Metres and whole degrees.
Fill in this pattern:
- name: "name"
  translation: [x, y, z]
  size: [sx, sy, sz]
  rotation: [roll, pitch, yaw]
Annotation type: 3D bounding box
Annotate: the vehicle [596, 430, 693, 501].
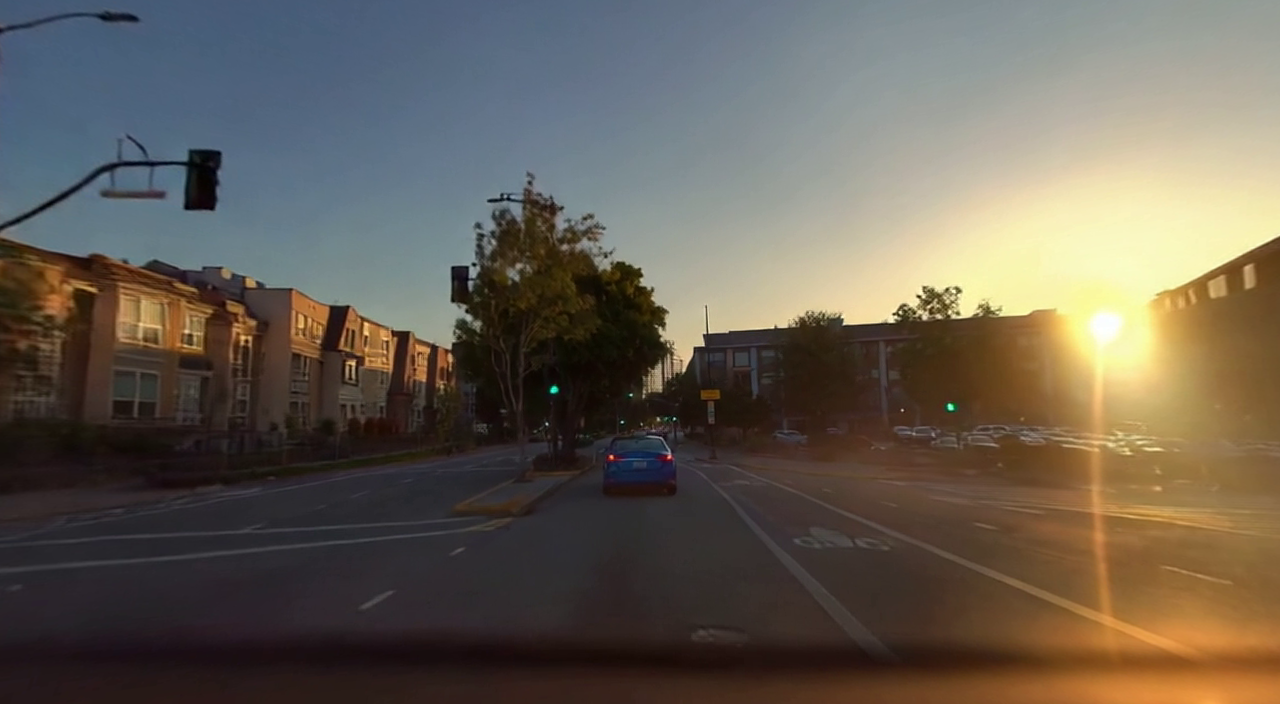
- name: "vehicle"
  translation: [0.023, 2.541, 14.679]
  size: [1.950, 1.401, 4.159]
  rotation: [0, -7, -2]
